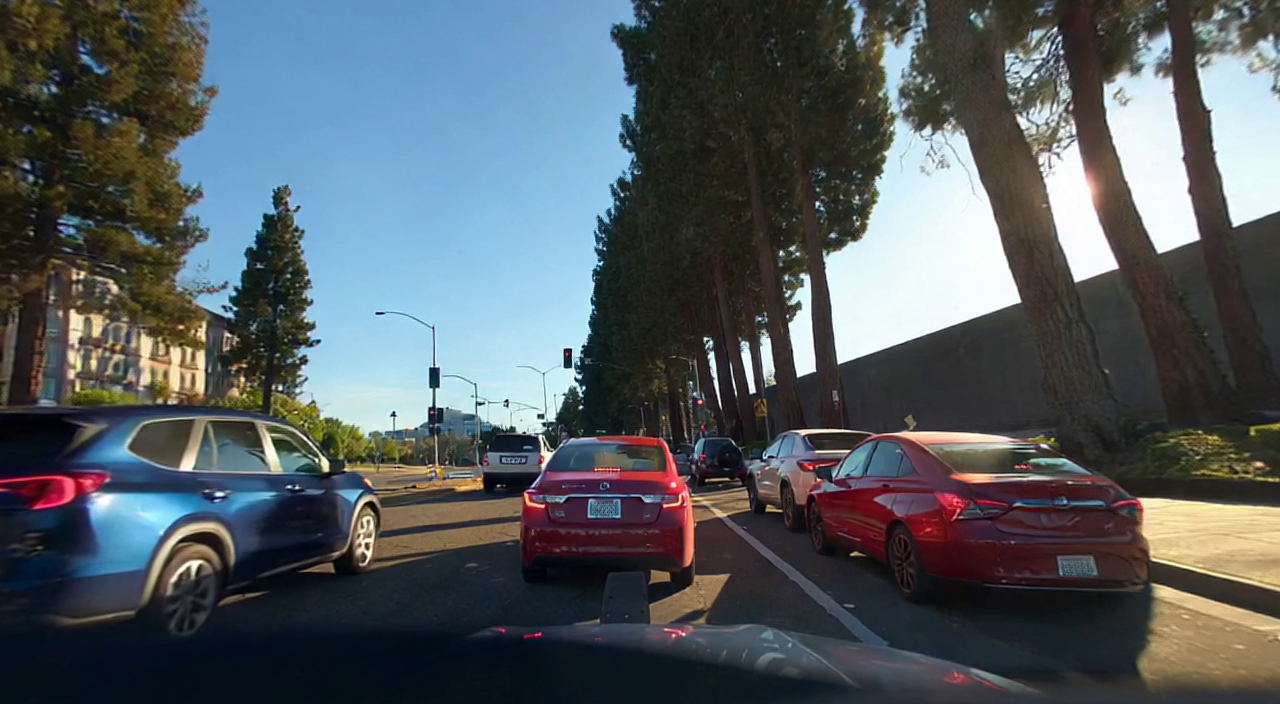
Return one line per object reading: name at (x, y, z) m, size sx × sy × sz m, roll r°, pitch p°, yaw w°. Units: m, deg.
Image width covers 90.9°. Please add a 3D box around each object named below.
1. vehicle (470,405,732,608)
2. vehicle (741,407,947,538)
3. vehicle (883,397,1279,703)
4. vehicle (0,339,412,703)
vehicle at (-0.366, 1.585, 7.421) m, size 2.114 × 1.631 × 4.459 m, roll 0°, pitch -8°, yaw -1°
vehicle at (3.326, 2.087, 11.532) m, size 2.117 × 1.879 × 4.715 m, roll 0°, pitch -8°, yaw -1°
vehicle at (3.245, 1.069, 3.381) m, size 2.045 × 1.459 × 4.462 m, roll 0°, pitch -8°, yaw -1°
vehicle at (-3.759, 1.138, 4.867) m, size 2.141 × 1.718 × 4.809 m, roll 0°, pitch -8°, yaw 0°
